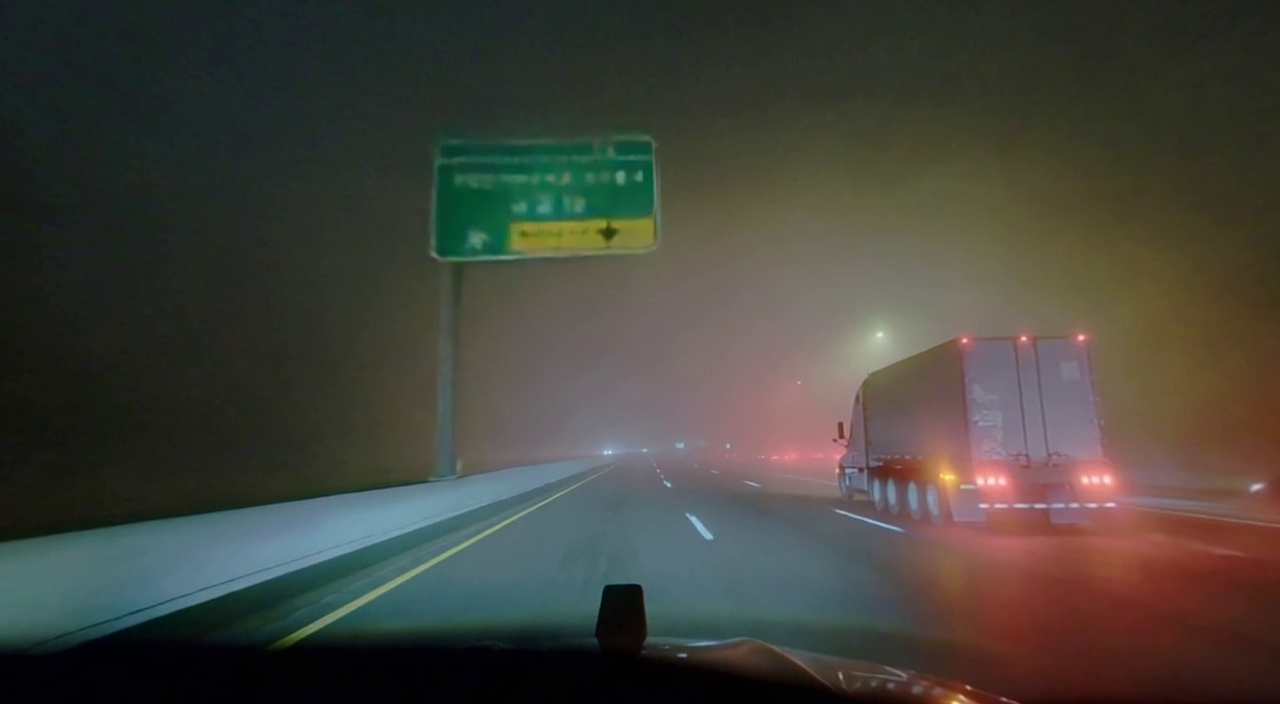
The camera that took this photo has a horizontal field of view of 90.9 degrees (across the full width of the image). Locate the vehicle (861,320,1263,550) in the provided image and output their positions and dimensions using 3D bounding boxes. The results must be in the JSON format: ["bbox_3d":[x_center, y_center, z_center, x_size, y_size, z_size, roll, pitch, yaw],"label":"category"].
[{"bbox_3d":[7.148,1.710,12.555,2.690,3.197,7.515,0,-9,0],"label":"vehicle"}]
